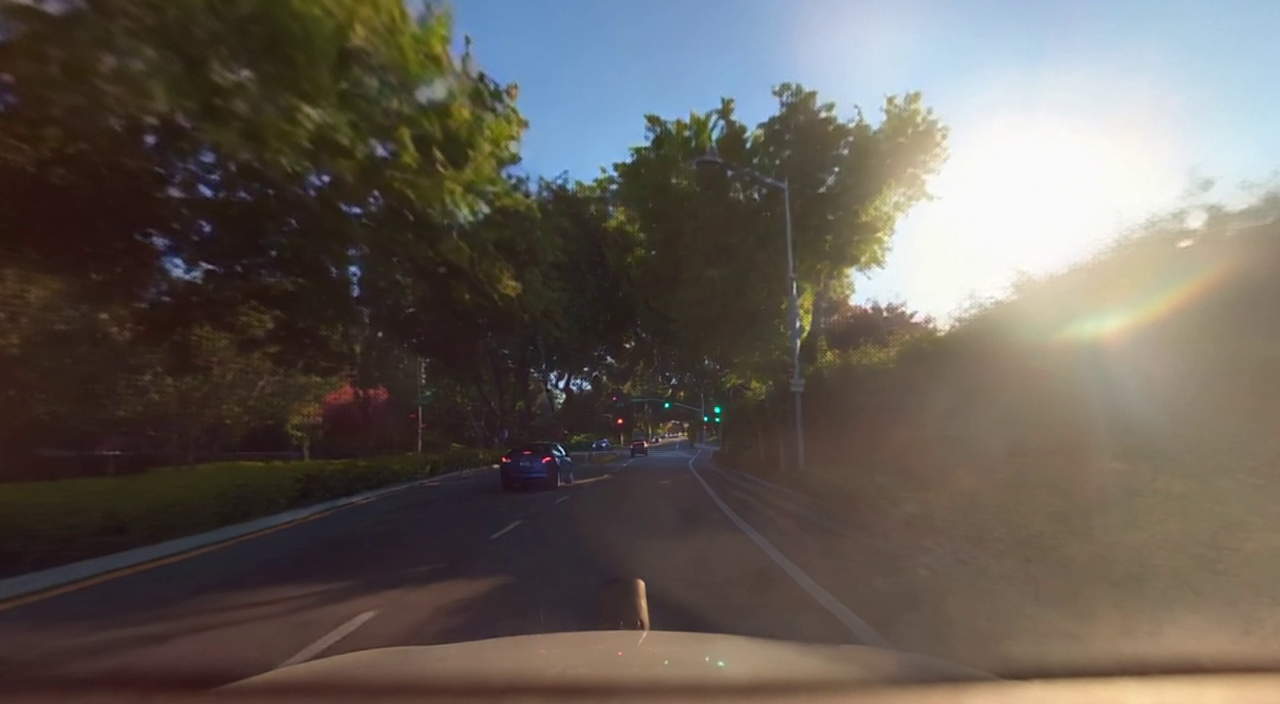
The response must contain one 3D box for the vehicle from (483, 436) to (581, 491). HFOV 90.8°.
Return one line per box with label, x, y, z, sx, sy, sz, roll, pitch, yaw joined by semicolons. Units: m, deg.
vehicle;-3.205;3.437;19.779;2.038;1.486;4.678;-1;-9;3
